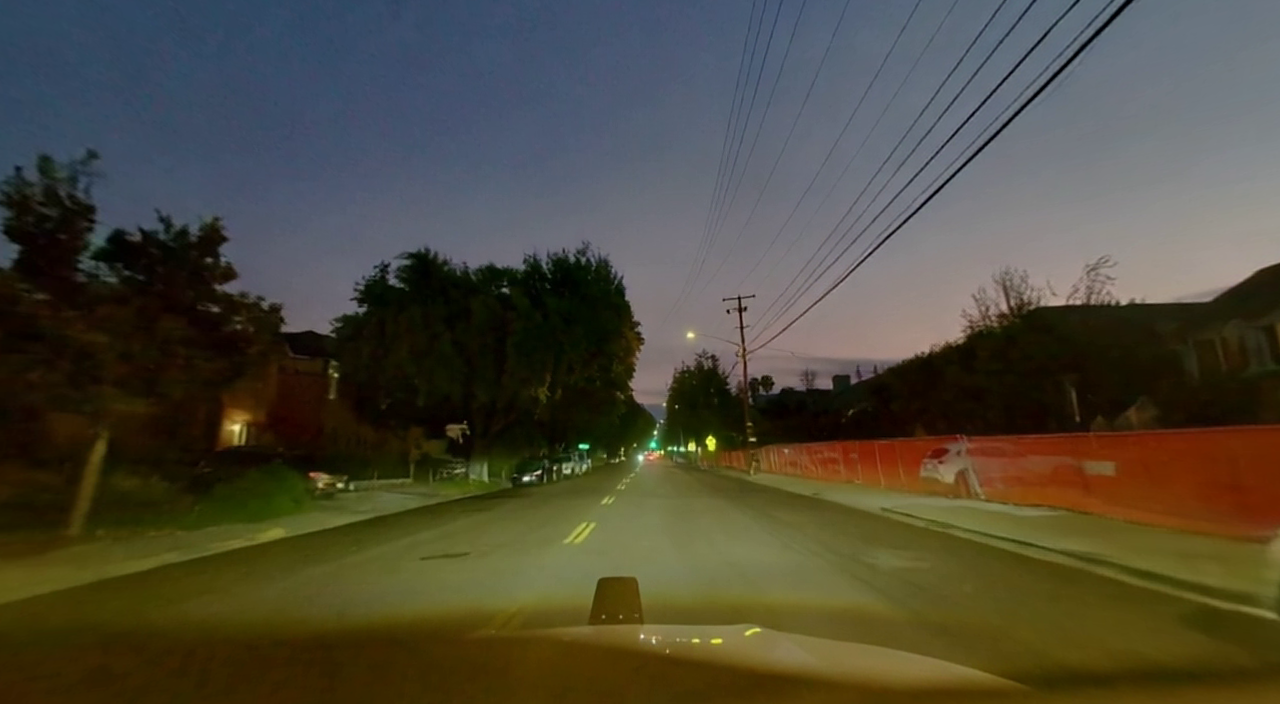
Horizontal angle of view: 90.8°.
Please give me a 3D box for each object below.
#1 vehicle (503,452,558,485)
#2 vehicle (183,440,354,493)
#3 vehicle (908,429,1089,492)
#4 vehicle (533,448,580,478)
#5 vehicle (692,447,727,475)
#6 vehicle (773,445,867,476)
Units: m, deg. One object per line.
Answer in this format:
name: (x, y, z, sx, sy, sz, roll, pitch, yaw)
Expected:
vehicle: (-5.802, 6.218, 33.953, 1.771, 1.512, 4.281, 4, -9, 5)
vehicle: (-13.097, 4.060, 22.516, 4.752, 1.734, 1.998, 0, -10, 1)
vehicle: (11.198, 3.437, 20.033, 4.399, 1.884, 2.071, 0, -10, -1)
vehicle: (-5.362, 7.286, 41.245, 2.158, 1.837, 4.659, -1, -11, 3)
vehicle: (4.893, 7.758, 44.935, 2.134, 1.863, 4.455, 0, -9, 2)
vehicle: (10.683, 6.447, 37.719, 4.920, 1.759, 1.998, 0, -10, -2)
